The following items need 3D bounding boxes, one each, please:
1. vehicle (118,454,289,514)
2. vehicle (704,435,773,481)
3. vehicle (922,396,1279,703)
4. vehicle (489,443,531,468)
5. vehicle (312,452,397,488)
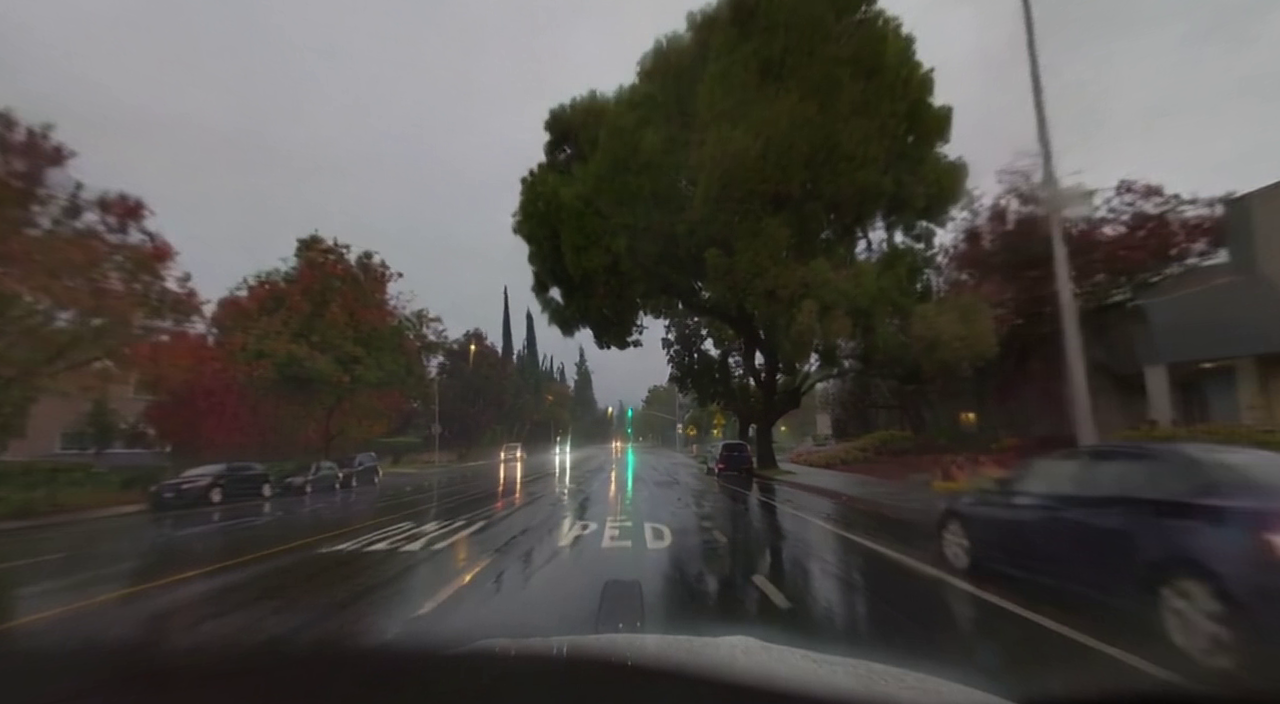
[{"bbox_3d":[-14.069,4.230,20.848,2.163,1.641,4.875,0,-8,0],"label":"vehicle"},{"bbox_3d":[4.074,4.490,27.059,2.220,1.752,4.782,0,-8,0],"label":"vehicle"},{"bbox_3d":[4.136,1.232,4.396,2.127,1.619,4.832,0,-8,0],"label":"vehicle"},{"bbox_3d":[-9.864,7.889,48.361,2.252,1.737,4.544,0,-8,0],"label":"vehicle"},{"bbox_3d":[-14.085,5.816,31.523,1.983,1.608,4.699,0,-8,1],"label":"vehicle"}]
